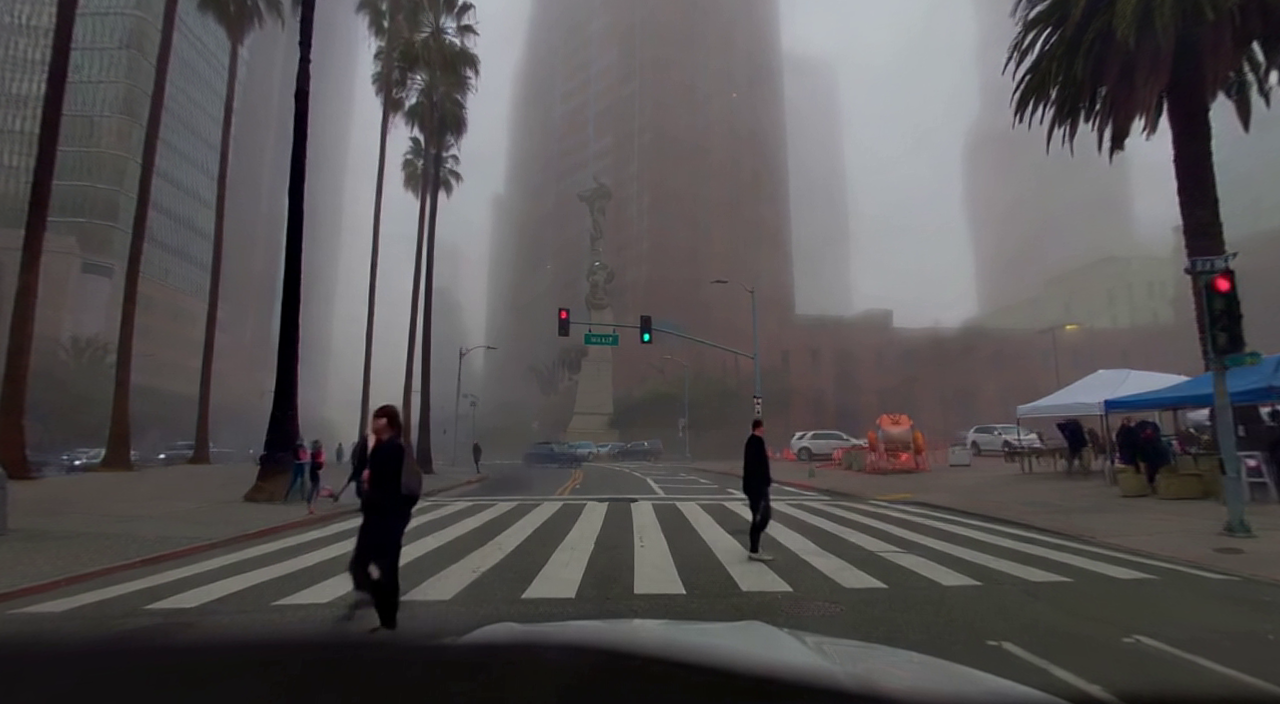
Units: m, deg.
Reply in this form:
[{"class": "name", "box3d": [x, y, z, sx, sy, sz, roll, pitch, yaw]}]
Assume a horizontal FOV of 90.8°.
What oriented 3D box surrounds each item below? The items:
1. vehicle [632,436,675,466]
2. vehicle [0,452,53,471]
[{"class": "vehicle", "box3d": [0.900, 7.292, 46.601, 2.322, 2.071, 5.366, 1, -9, -9]}, {"class": "vehicle", "box3d": [-46.292, 7.956, 46.009, 2.121, 1.294, 5.167, 0, -8, 1]}]
